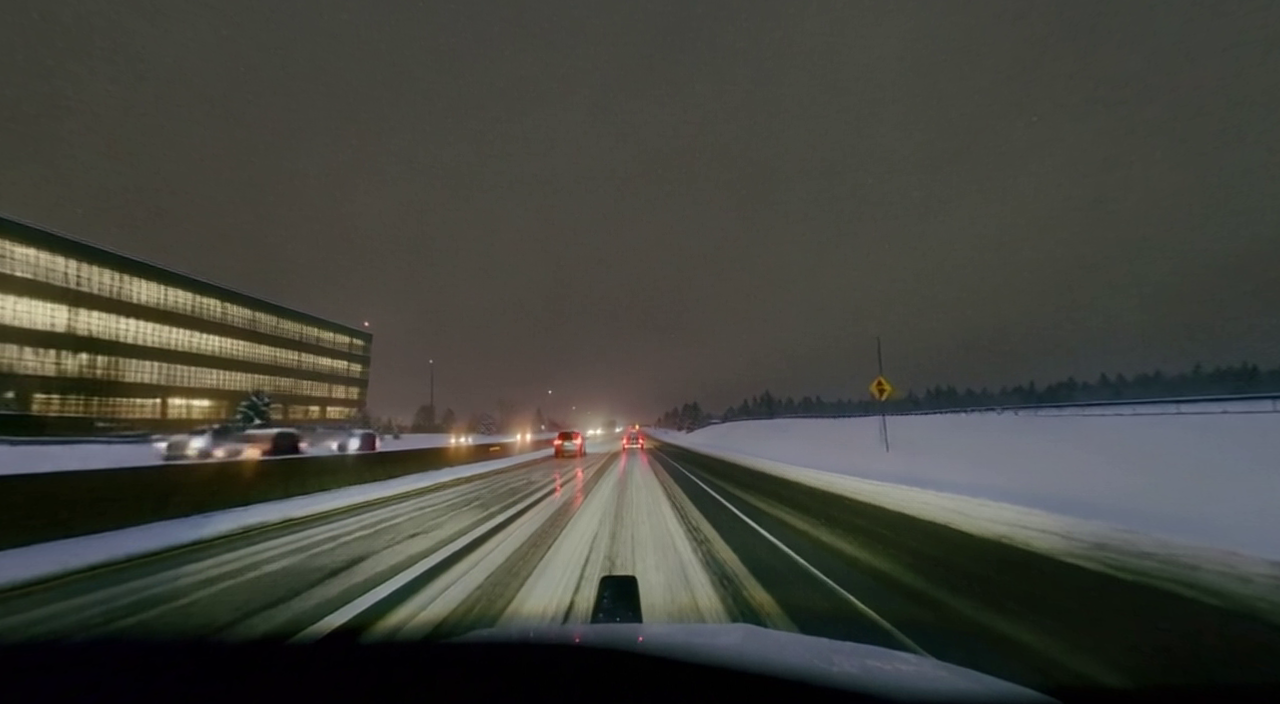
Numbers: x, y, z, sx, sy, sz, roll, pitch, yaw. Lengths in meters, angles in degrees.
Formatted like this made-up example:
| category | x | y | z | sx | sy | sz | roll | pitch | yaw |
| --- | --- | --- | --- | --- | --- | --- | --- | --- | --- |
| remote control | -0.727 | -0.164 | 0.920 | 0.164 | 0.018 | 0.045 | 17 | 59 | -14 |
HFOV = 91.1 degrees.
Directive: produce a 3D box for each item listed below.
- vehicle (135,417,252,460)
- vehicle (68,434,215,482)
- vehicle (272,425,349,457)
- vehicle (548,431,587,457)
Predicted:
| category | x | y | z | sx | sy | sz | roll | pitch | yaw |
| --- | --- | --- | --- | --- | --- | --- | --- | --- | --- |
| vehicle | -24.957 | 4.883 | 35.519 | 2.318 | 2.221 | 5.792 | 0 | -8 | 0 |
| vehicle | -16.673 | 3.533 | 21.316 | 1.795 | 1.441 | 3.884 | 0 | -8 | 0 |
| vehicle | -20.515 | 5.595 | 39.436 | 2.069 | 1.850 | 4.939 | 0 | -8 | 1 |
| vehicle | -4.667 | 6.008 | 41.284 | 2.036 | 1.612 | 4.510 | 0 | -8 | 0 |
